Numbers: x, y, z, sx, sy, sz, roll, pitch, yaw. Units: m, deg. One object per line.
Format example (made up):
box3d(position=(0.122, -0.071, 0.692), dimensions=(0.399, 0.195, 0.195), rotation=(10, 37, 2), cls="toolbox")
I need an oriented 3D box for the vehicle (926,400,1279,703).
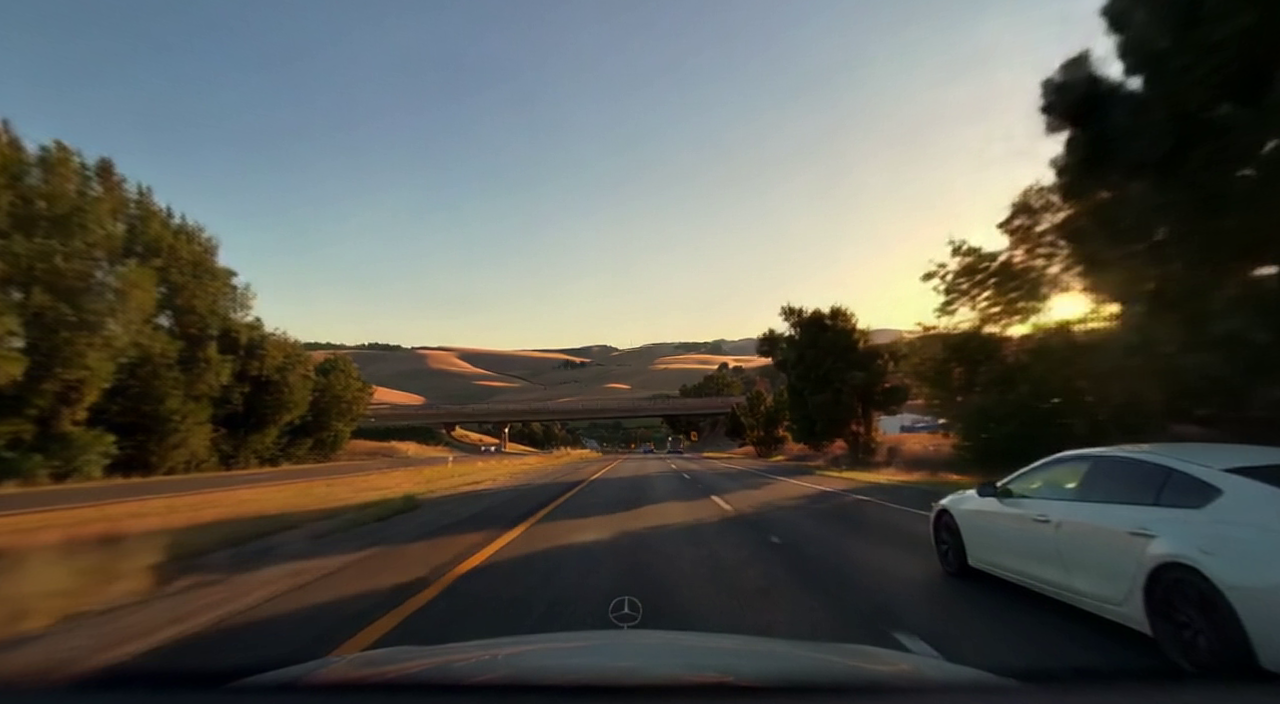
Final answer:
box3d(position=(4.019, 1.137, 4.123), dimensions=(2.027, 1.487, 4.718), rotation=(0, -8, -1), cls="vehicle")
